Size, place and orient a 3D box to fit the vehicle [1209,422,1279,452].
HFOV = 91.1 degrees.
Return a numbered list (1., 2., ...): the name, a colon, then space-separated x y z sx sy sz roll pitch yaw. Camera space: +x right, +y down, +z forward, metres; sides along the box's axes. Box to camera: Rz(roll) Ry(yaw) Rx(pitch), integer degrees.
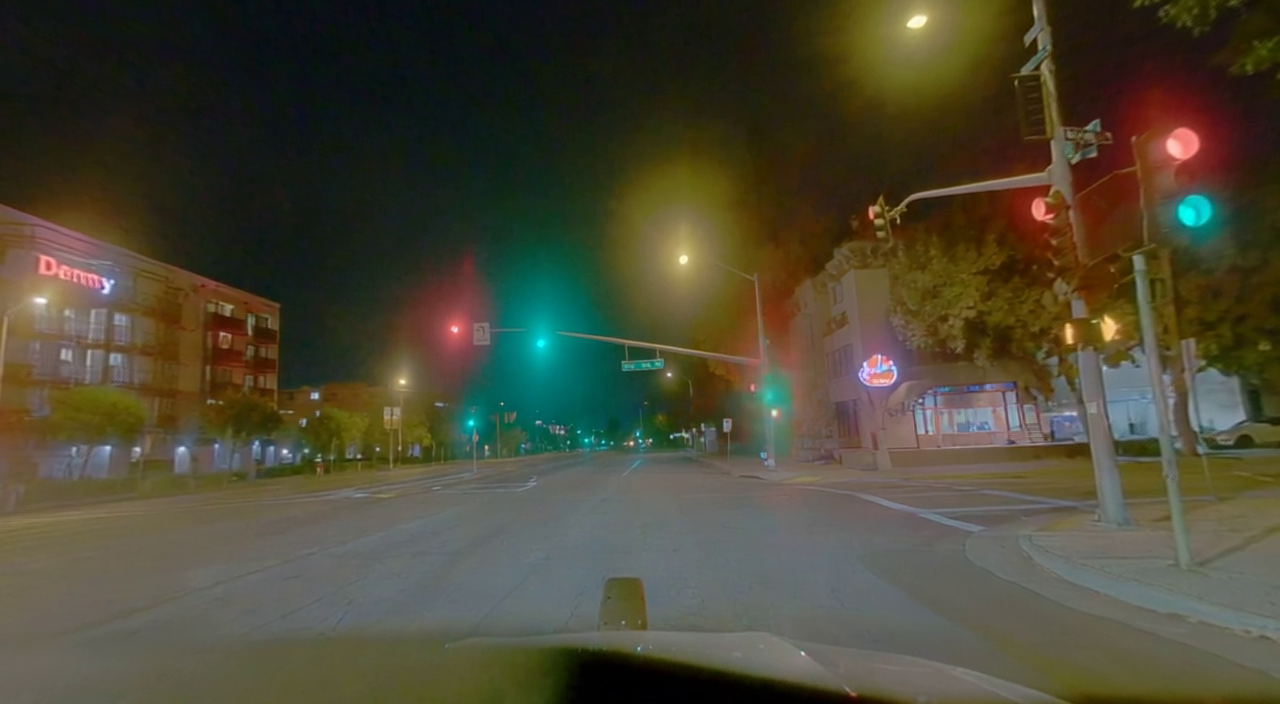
1. vehicle: 35.321 4.737 35.345 4.493 1.453 1.849 -4 -9 2
